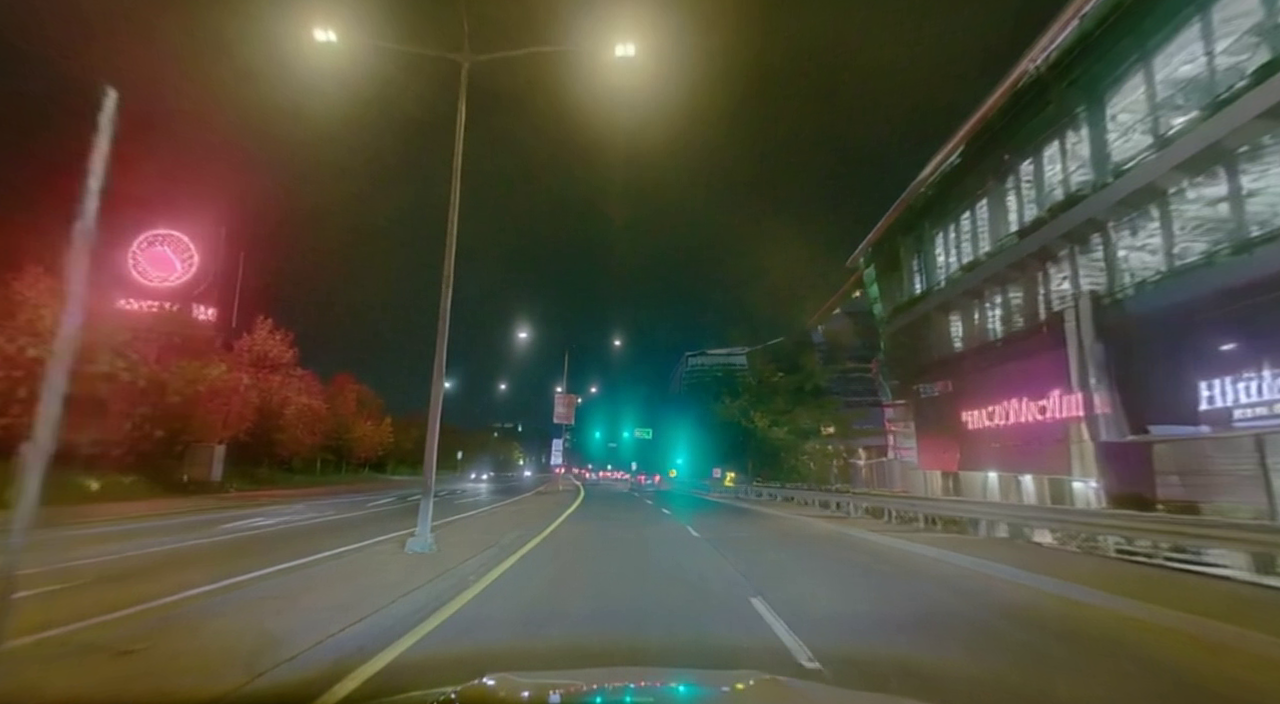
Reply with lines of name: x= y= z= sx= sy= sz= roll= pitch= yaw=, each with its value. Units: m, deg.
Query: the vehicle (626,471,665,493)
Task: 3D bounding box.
vehicle: x=0.303 y=7.742 z=37.401 sx=1.775 sy=1.186 sz=2.933 roll=3 pitch=-11 yaw=-11

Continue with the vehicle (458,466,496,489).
vehicle: x=-11.421 y=8.818 z=44.300 sx=1.916 sy=1.516 sz=3.970 roll=1 pitch=-10 yaw=-5
